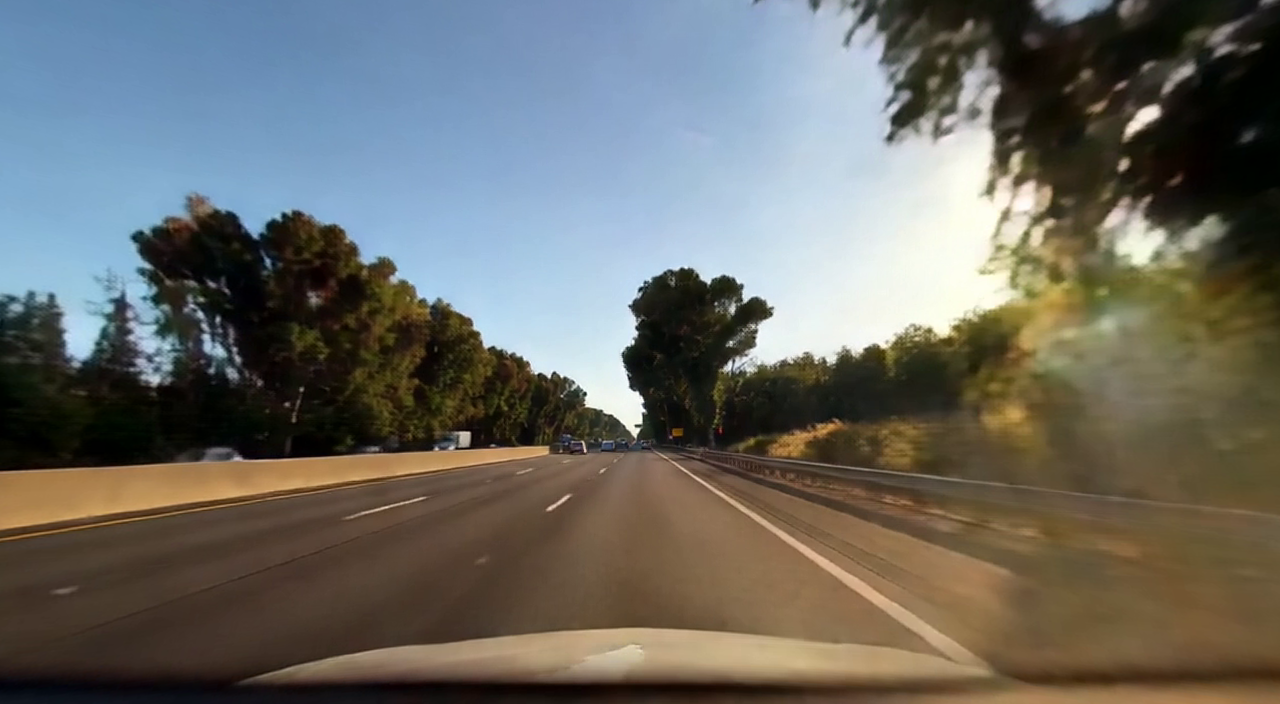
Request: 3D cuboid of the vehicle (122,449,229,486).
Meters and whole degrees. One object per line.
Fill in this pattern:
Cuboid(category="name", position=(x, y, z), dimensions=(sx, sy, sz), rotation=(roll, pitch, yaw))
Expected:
Cuboid(category="vehicle", position=(-19.733, 4.904, 26.944), dimensions=(1.715, 1.405, 3.727), rotation=(0, -8, 0))

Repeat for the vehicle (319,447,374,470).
Cuboid(category="vehicle", position=(-19.324, 7.017, 41.603), dimensions=(1.724, 1.415, 3.832), rotation=(0, -8, 1))
